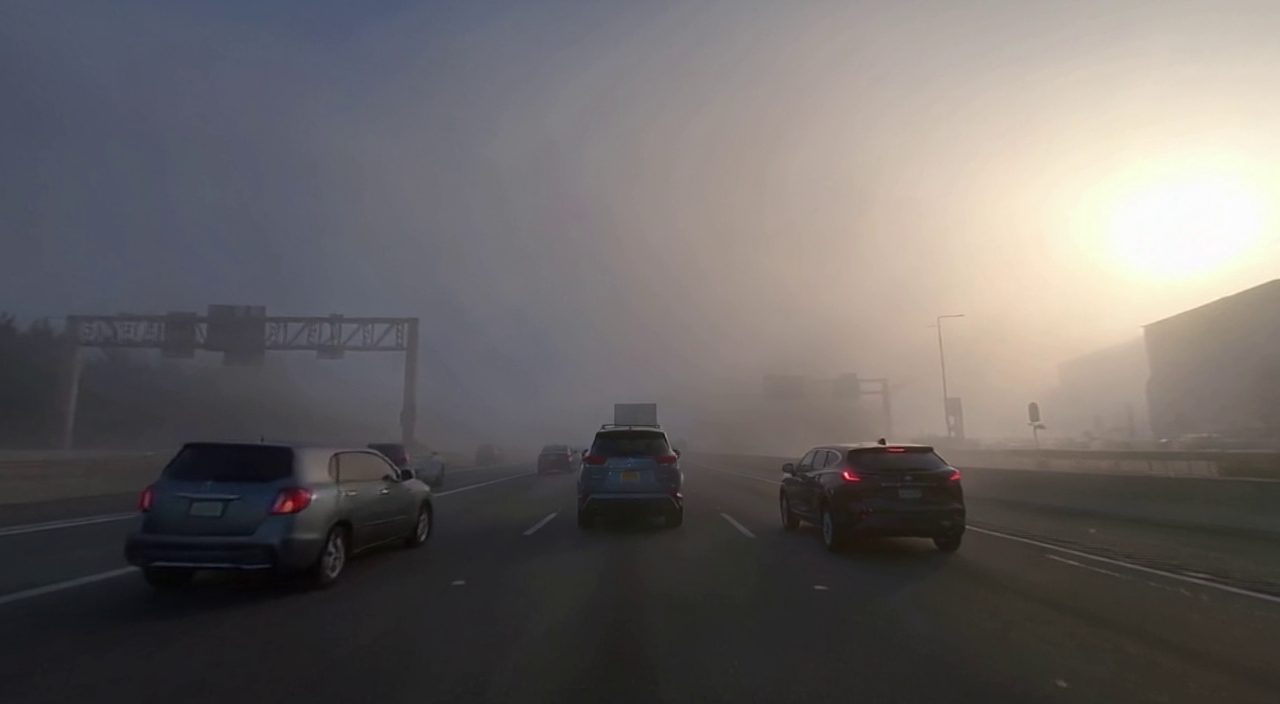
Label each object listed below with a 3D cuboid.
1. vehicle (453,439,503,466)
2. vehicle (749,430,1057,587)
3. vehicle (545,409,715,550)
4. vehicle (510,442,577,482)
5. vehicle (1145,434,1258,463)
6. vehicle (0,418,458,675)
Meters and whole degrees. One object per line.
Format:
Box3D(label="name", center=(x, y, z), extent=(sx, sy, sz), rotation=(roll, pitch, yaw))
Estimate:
Box3D(label="vehicle", center=(-10.912, 6.827, 42.840), extent=(2.129, 1.720, 4.547), rotation=(0, -9, 1))
Box3D(label="vehicle", center=(2.916, 1.838, 8.330), extent=(2.018, 1.470, 4.491), rotation=(0, -9, -2))
Box3D(label="vehicle", center=(-0.142, 1.919, 10.077), extent=(2.152, 1.779, 3.924), rotation=(0, -9, 0))
Box3D(label="vehicle", center=(-3.770, 4.369, 25.277), extent=(2.005, 1.458, 4.143), rotation=(0, -9, 0))
Box3D(label="vehicle", center=(31.842, 5.513, 35.940), extent=(1.805, 1.536, 4.325), rotation=(3, -9, -18))
Box3D(label="vehicle", center=(-3.471, 1.463, 5.944), extent=(2.132, 1.464, 4.481), rotation=(0, -9, 1))
